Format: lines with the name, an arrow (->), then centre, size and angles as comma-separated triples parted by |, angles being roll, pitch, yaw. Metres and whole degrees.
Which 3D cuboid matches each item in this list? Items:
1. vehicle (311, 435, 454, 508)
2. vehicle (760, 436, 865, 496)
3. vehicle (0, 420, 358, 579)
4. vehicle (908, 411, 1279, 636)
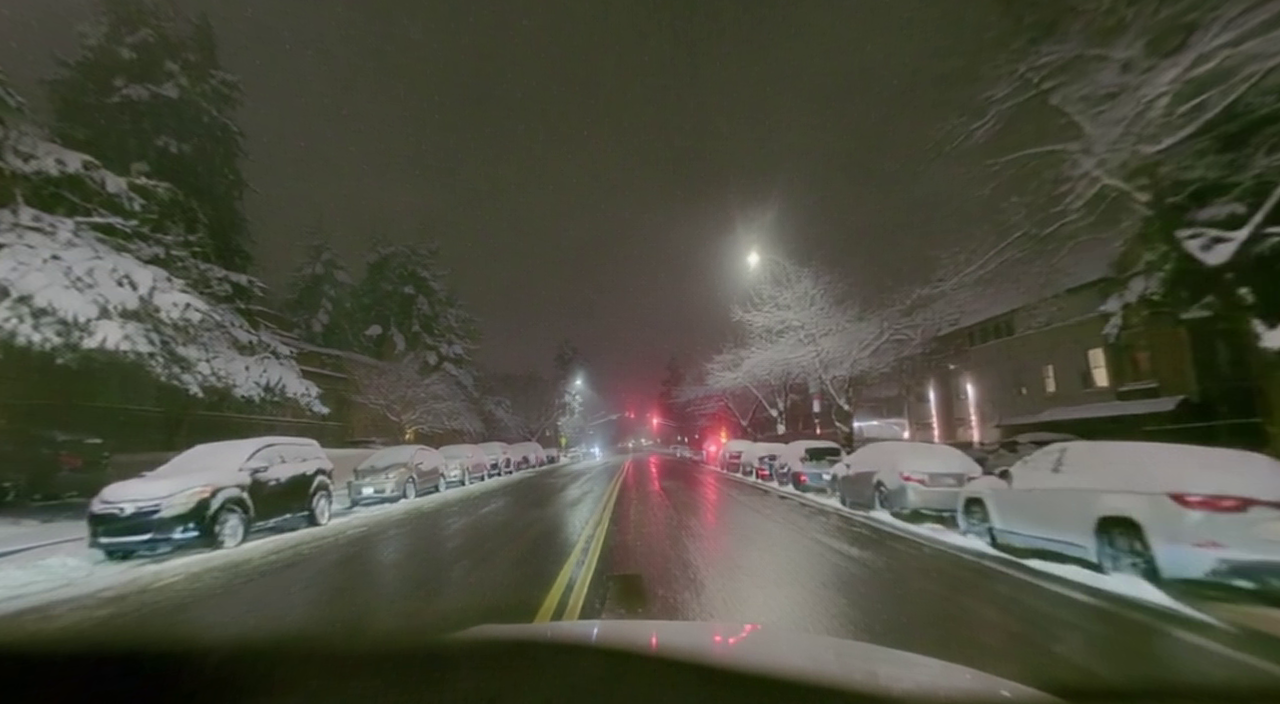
vehicle -> -6.693, 3.144, 17.116 | 1.947, 1.665, 4.716 | 0, -9, -1
vehicle -> 4.671, 3.129, 17.743 | 1.729, 1.479, 4.101 | 0, -8, -1
vehicle -> -6.668, 2.127, 10.013 | 2.033, 1.759, 5.372 | -1, -9, -1
vehicle -> 4.789, 1.492, 6.600 | 1.861, 1.490, 4.619 | 0, -8, -1
